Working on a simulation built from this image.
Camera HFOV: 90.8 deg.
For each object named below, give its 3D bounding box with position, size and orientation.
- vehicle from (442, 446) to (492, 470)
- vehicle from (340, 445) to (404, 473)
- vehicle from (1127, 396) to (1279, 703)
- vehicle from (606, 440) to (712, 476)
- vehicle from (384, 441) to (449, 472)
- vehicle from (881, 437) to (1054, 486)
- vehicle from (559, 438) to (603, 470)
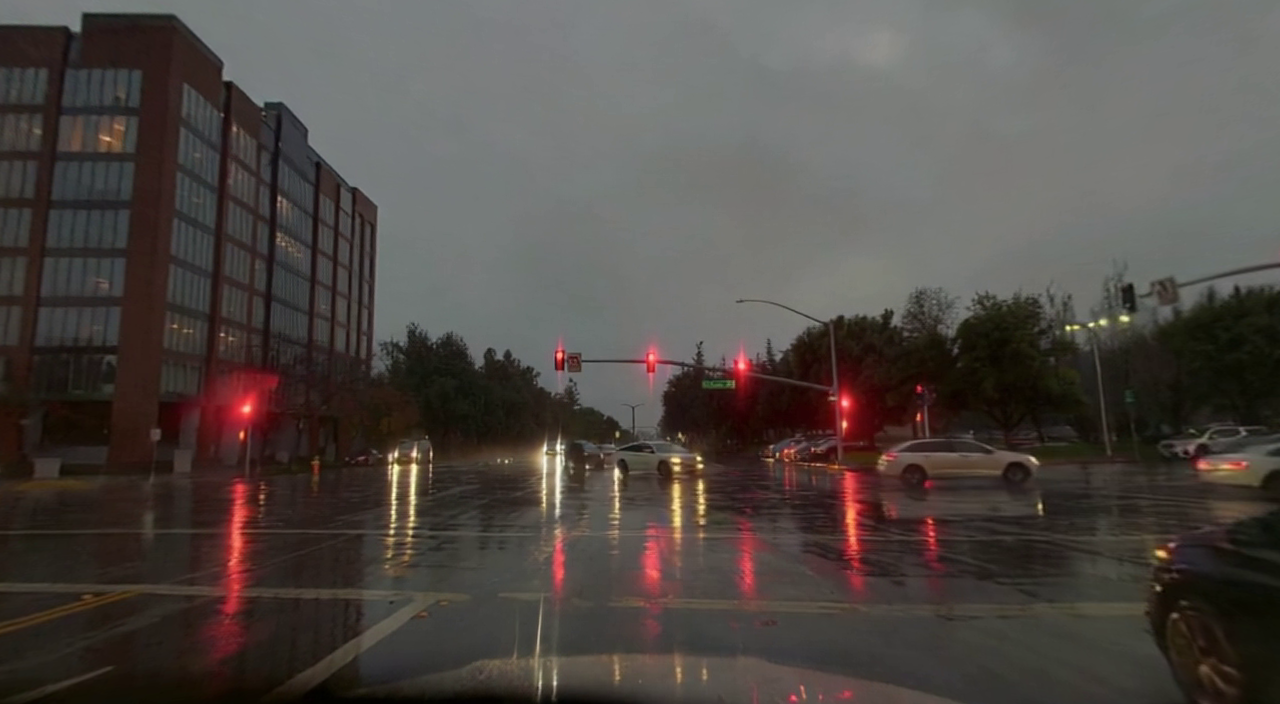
[{"bbox_3d":[-11.636,7.143,42.791,2.003,1.476,4.297,-1,-9,2],"label":"vehicle"},{"bbox_3d":[-18.543,7.403,44.027,2.237,1.842,5.116,0,-9,0],"label":"vehicle"},{"bbox_3d":[3.254,0.604,0.260,2.106,1.472,4.900,0,-9,-2],"label":"vehicle"},{"bbox_3d":[0.706,4.615,27.744,2.115,1.445,4.864,6,-11,-36],"label":"vehicle"},{"bbox_3d":[-15.130,7.107,43.136,2.340,1.946,5.450,-1,-9,1],"label":"vehicle"},{"bbox_3d":[10.431,3.538,20.580,4.637,1.461,2.109,-3,-9,18],"label":"vehicle"},{"bbox_3d":[-3.361,5.685,35.335,1.950,1.629,4.385,2,-9,-12],"label":"vehicle"}]
